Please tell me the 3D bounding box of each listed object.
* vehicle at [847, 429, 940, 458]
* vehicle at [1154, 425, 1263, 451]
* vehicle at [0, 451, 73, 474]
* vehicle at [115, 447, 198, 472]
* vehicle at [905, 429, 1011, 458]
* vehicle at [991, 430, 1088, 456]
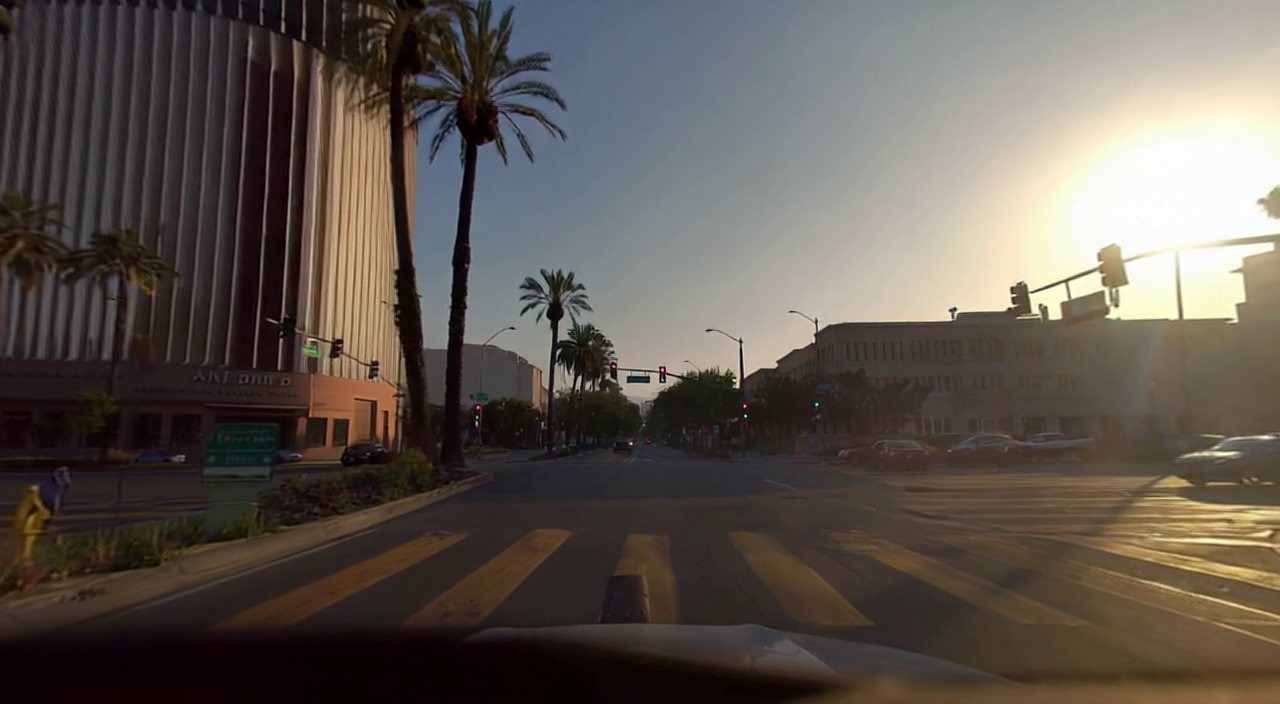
[{"bbox_3d":[14.989,5.445,37.416,4.648,1.665,1.910,0,-8,0],"label":"vehicle"},{"bbox_3d":[33.165,5.061,36.826,4.567,1.458,1.791,0,-8,0],"label":"vehicle"},{"bbox_3d":[-41.671,7.563,43.242,3.698,1.467,1.779,0,-8,1],"label":"vehicle"},{"bbox_3d":[-33.092,7.339,43.227,4.136,1.661,1.857,0,-8,1],"label":"vehicle"},{"bbox_3d":[16.909,4.891,33.694,4.684,1.461,1.777,0,-8,-1],"label":"vehicle"},{"bbox_3d":[23.508,5.358,37.167,4.423,1.465,1.798,0,-8,1],"label":"vehicle"}]
